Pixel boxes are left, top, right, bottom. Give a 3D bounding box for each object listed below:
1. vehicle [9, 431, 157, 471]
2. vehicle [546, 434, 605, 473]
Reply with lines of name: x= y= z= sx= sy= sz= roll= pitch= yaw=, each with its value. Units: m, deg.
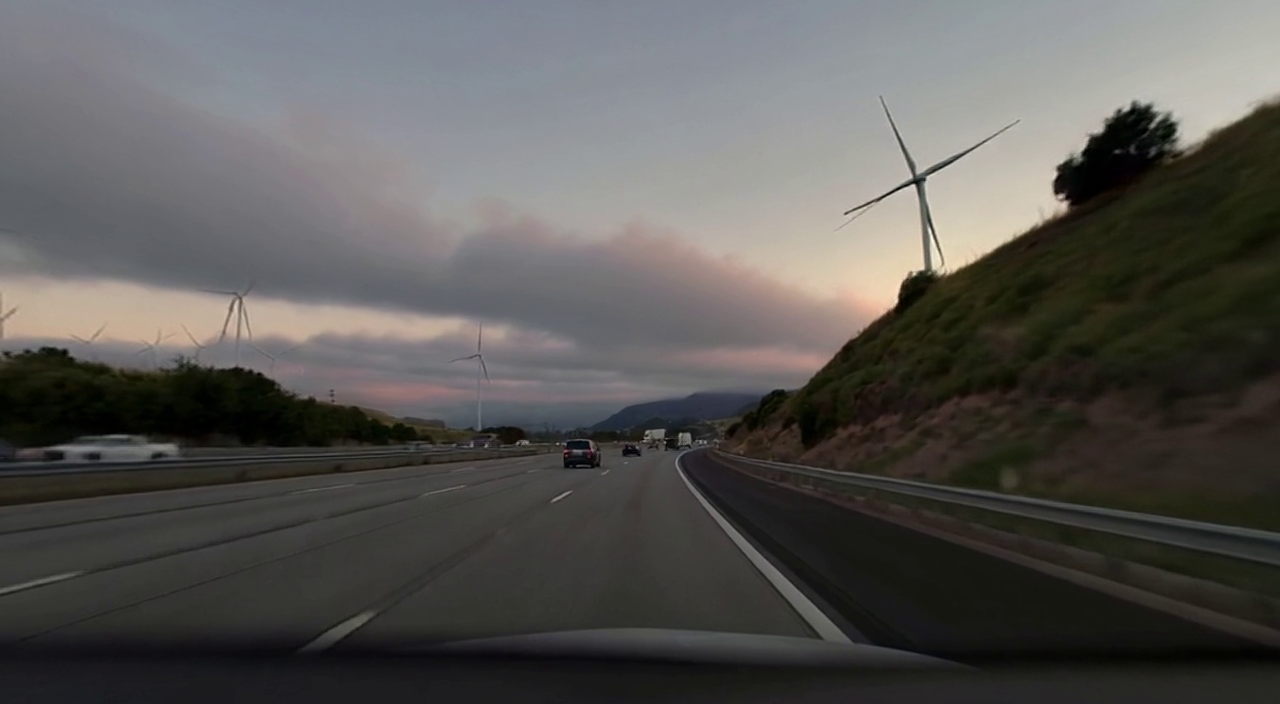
vehicle: x=-24.598 y=4.407 z=28.134 sx=1.993 sy=1.592 sz=4.908 roll=0 pitch=-9 yaw=2
vehicle: x=-2.948 y=4.830 z=29.998 sx=2.118 sy=1.702 sz=4.355 roll=0 pitch=-9 yaw=3
